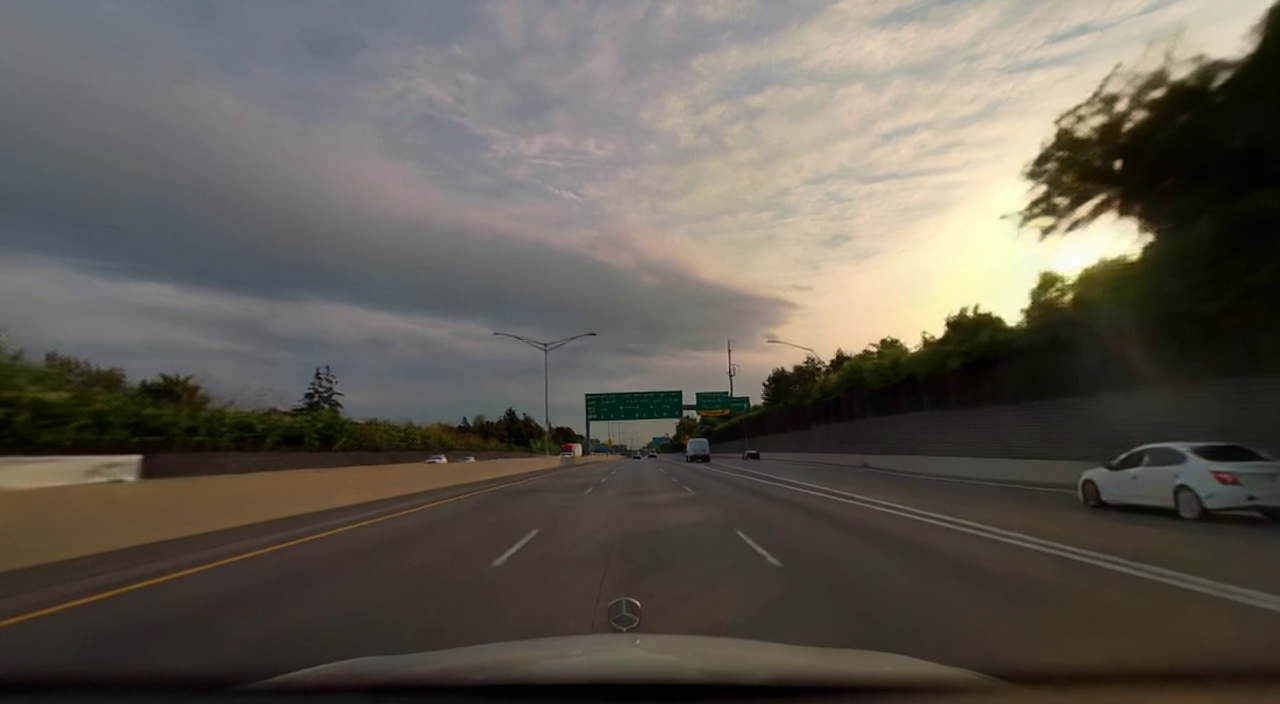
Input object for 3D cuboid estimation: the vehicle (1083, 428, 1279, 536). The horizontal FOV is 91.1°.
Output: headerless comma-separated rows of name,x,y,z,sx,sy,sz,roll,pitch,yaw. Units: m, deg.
vehicle,10.740,2.249,11.348,1.950,1.632,4.845,0,-9,1
